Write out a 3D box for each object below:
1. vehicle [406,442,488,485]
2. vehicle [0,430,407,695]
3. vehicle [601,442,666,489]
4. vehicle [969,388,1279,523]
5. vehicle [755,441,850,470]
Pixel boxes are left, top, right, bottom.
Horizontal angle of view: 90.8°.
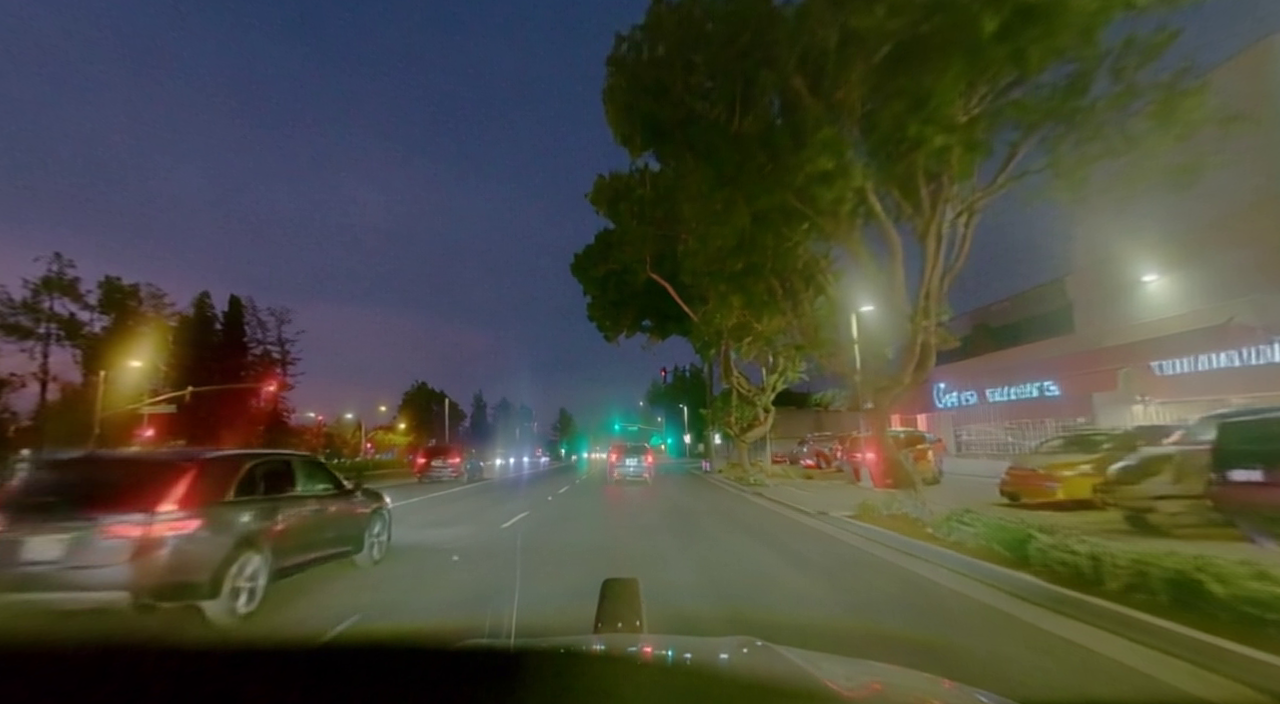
[{"bbox_3d":[-8.065,4.687,26.922,2.038,1.649,4.665,0,-9,-1],"label":"vehicle"},{"bbox_3d":[-4.099,1.550,6.001,1.973,1.456,4.850,0,-9,-1],"label":"vehicle"},{"bbox_3d":[-0.271,3.879,21.915,2.061,1.469,3.954,0,-9,-2],"label":"vehicle"},{"bbox_3d":[9.003,1.640,10.755,5.501,1.720,2.257,-4,-8,-5],"label":"vehicle"},{"bbox_3d":[8.734,5.588,34.166,4.619,1.523,1.873,0,-9,1],"label":"vehicle"}]
